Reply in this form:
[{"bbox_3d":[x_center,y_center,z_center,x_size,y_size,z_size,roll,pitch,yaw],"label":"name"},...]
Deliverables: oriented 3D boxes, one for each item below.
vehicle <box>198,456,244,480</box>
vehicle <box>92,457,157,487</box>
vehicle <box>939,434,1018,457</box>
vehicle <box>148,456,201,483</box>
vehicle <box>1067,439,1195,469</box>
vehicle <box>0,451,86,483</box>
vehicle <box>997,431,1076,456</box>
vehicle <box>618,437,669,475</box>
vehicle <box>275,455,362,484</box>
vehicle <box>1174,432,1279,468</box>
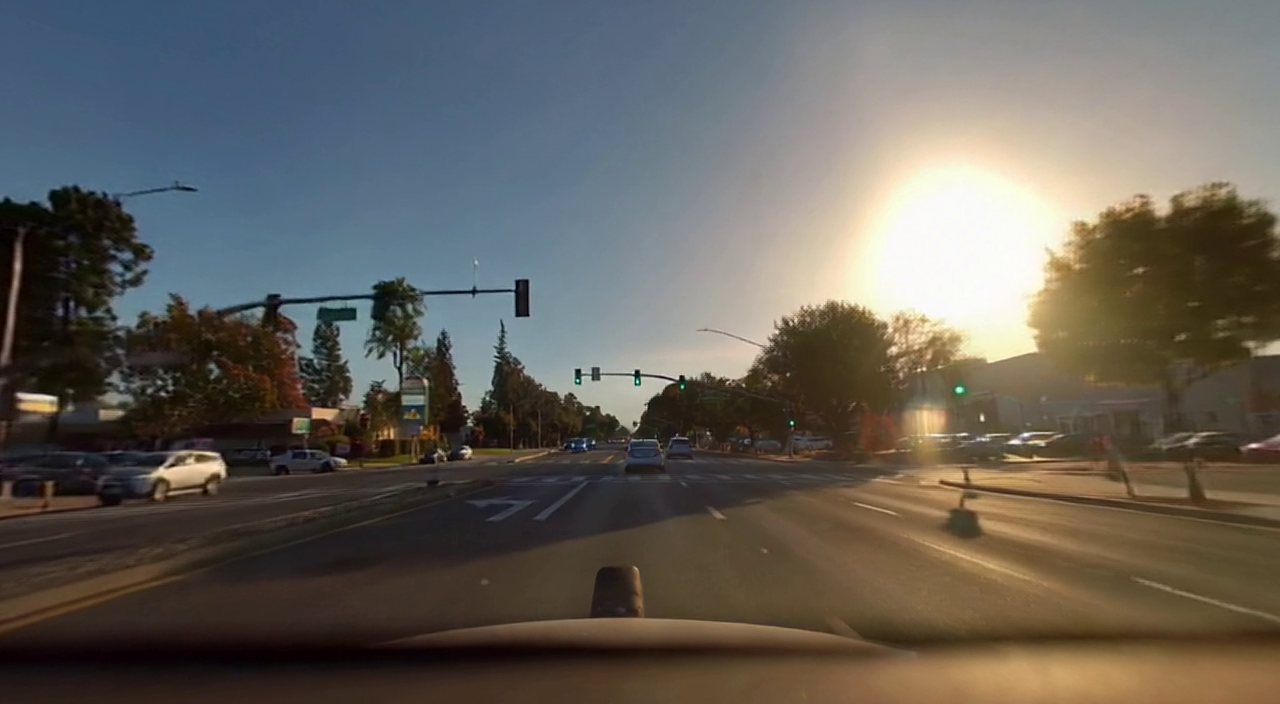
[{"bbox_3d":[-28.199,7.751,42.308,1.953,1.415,4.553,7,-11,-40],"label":"vehicle"},{"bbox_3d":[-28.614,6.597,34.873,4.436,1.464,1.999,-8,-11,41],"label":"vehicle"},{"bbox_3d":[25.869,7.158,48.250,1.941,1.641,4.829,7,-11,-39],"label":"vehicle"},{"bbox_3d":[-28.432,7.126,38.343,2.022,1.455,4.478,8,-11,-42],"label":"vehicle"},{"bbox_3d":[24.842,5.168,31.971,4.788,1.481,1.959,0,-9,2],"label":"vehicle"},{"bbox_3d":[-34.917,6.524,35.878,4.532,1.701,2.214,0,-9,2],"label":"vehicle"},{"bbox_3d":[29.858,6.920,47.527,1.958,1.759,4.517,7,-11,-39],"label":"vehicle"},{"bbox_3d":[0.134,4.685,28.492,2.145,1.572,4.021,0,-9,0],"label":"vehicle"},{"bbox_3d":[-18.839,6.870,37.291,2.311,1.485,5.817,0,-8,-2],"label":"vehicle"},{"bbox_3d":[30.344,4.969,31.957,4.551,1.707,1.937,0,-9,3],"label":"vehicle"}]
